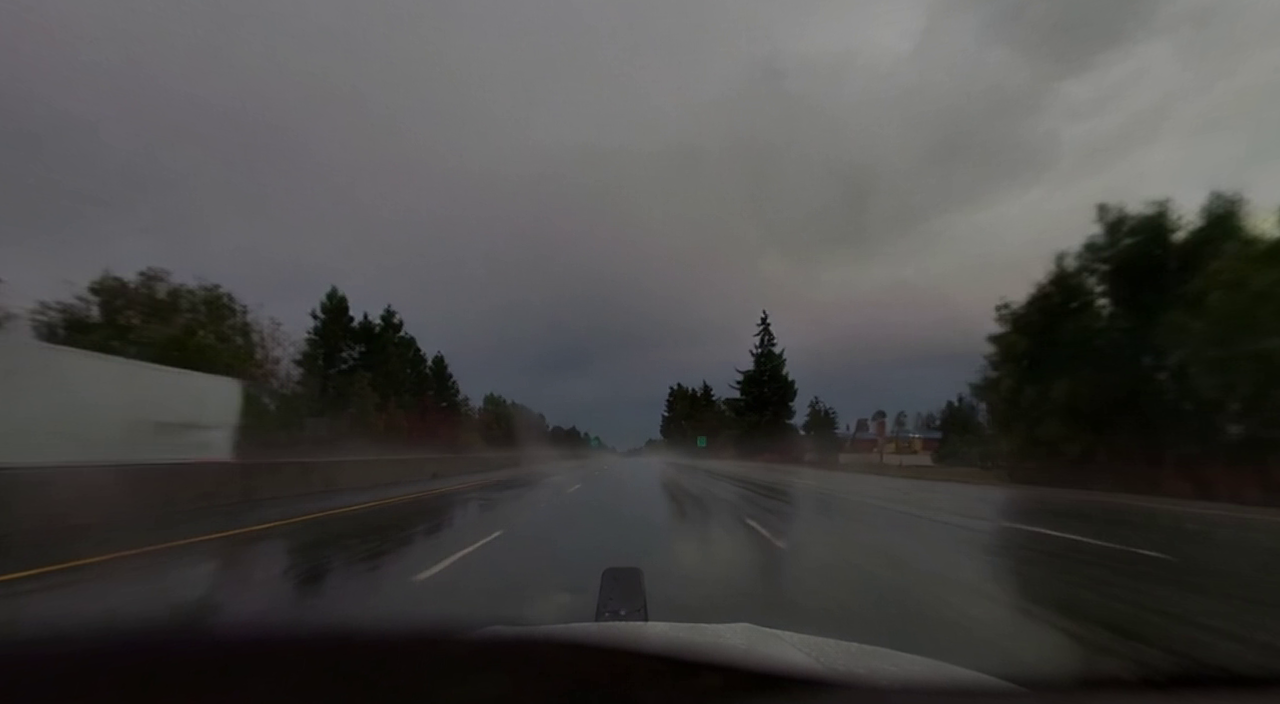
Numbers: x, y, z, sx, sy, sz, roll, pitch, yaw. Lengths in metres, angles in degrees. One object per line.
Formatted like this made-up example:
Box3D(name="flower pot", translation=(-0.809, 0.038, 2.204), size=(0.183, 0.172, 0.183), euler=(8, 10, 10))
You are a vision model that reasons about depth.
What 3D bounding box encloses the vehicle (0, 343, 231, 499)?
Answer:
Box3D(name="vehicle", translation=(-15.878, 2.131, 18.080), size=(2.845, 3.539, 7.683), euler=(0, -9, 1))
